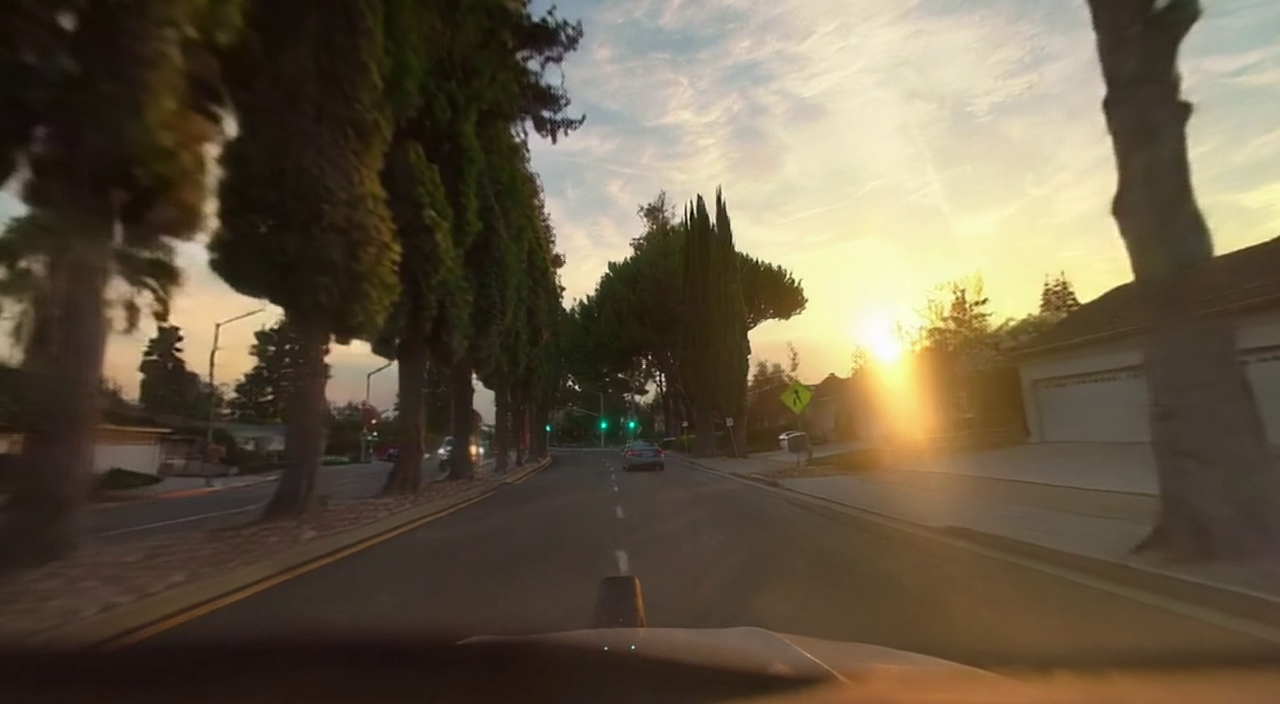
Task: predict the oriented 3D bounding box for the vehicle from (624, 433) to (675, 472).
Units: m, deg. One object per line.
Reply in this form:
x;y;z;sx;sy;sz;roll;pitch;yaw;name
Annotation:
0.386;4.781;30.266;1.990;1.707;4.225;0;-8;-5;vehicle

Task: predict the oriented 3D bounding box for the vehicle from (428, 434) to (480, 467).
-11.983;6.386;41.116;2.334;2.022;5.653;1;-8;-7;vehicle
